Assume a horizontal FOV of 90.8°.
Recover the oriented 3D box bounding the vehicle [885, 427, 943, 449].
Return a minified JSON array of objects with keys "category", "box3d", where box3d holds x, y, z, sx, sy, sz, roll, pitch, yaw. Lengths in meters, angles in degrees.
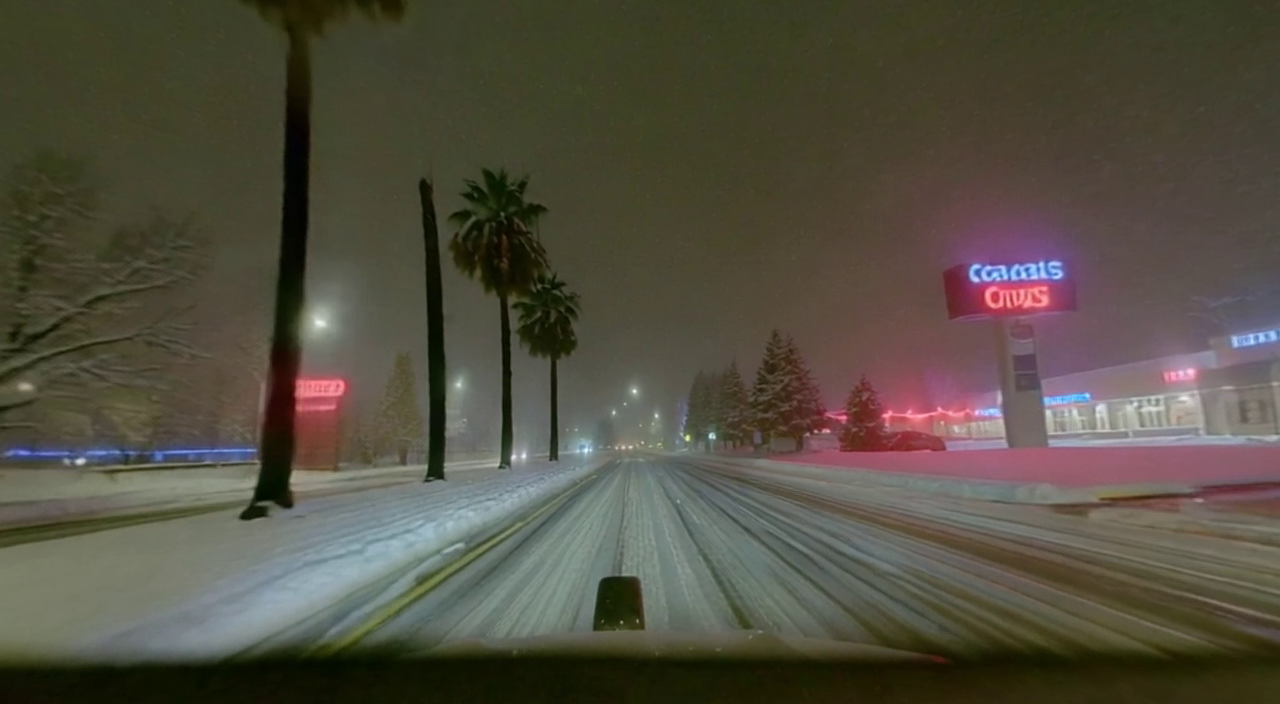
[{"category":"vehicle","box3d":[19.048,6.026,44.143,1.797,1.425,4.645,0,-8,-2]}]
